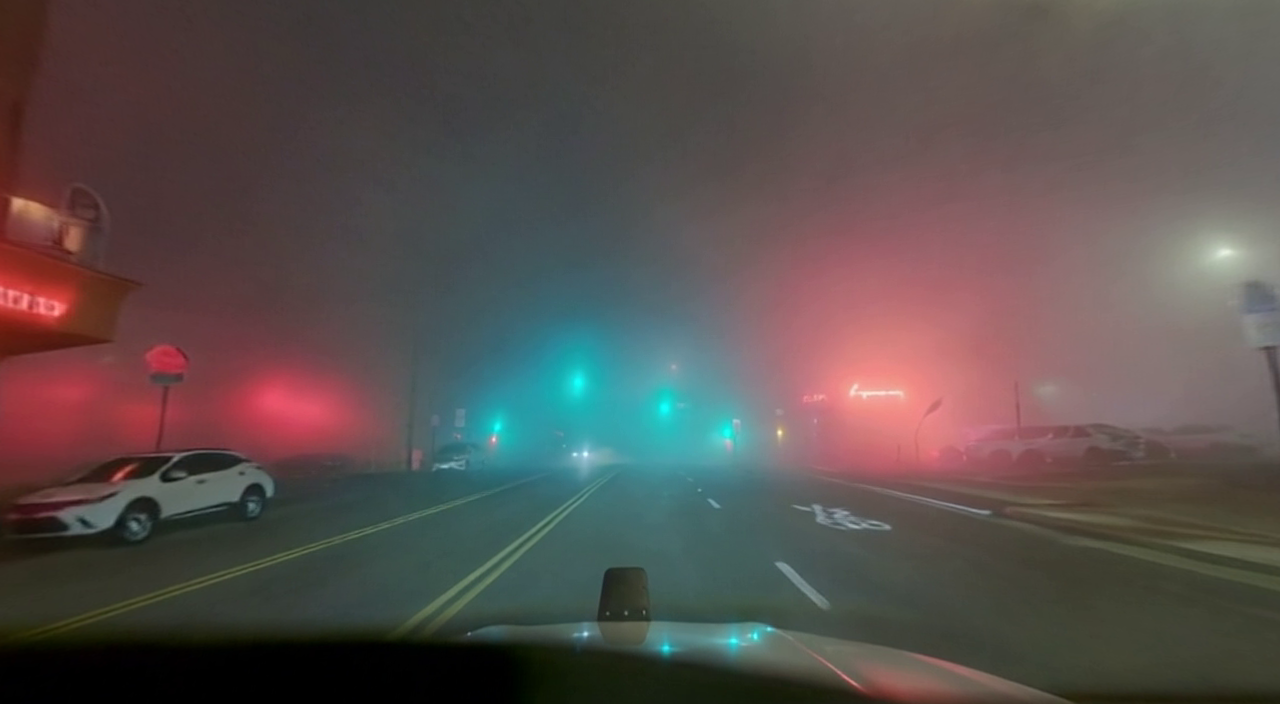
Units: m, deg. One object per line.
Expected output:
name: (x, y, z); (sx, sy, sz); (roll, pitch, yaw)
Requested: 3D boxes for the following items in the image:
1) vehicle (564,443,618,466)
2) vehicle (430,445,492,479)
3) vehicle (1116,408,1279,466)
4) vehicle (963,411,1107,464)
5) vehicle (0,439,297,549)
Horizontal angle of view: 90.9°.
vehicle: (-3.348, 7.078, 43.823); (1.984, 1.489, 4.515); (-4, -9, 21)
vehicle: (-8.995, 5.539, 32.074); (1.908, 1.529, 4.522); (0, -8, -1)
vehicle: (21.042, 3.258, 24.051); (2.186, 2.009, 4.451); (0, -8, -1)
vehicle: (15.269, 3.387, 24.853); (2.180, 1.848, 5.417); (-1, -8, 1)
vehicle: (-8.789, 2.462, 11.828); (1.961, 1.627, 4.634); (-1, -8, 2)
